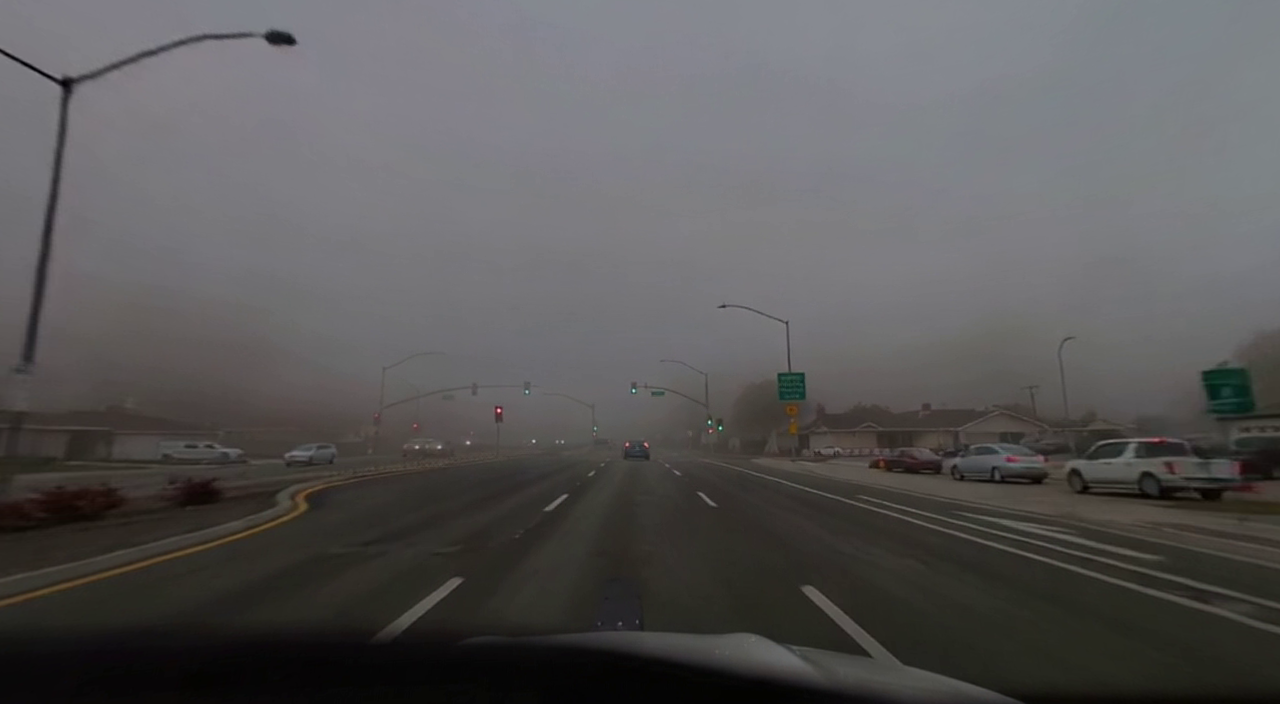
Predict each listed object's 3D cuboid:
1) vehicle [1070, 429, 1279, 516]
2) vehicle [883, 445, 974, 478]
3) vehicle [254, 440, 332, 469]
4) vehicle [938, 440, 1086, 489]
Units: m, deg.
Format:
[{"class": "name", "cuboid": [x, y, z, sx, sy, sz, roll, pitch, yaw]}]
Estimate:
[{"class": "vehicle", "cuboid": [12.658, 2.727, 14.856, 1.976, 1.706, 4.354, 0, -8, 0]}, {"class": "vehicle", "cuboid": [12.669, 4.799, 28.088, 1.903, 1.330, 4.470, 0, -8, -1]}, {"class": "vehicle", "cuboid": [-19.414, 5.732, 35.589, 1.918, 1.472, 4.360, 0, -8, 0]}, {"class": "vehicle", "cuboid": [12.502, 3.781, 21.716, 2.128, 1.467, 4.987, 0, -8, 1]}]
